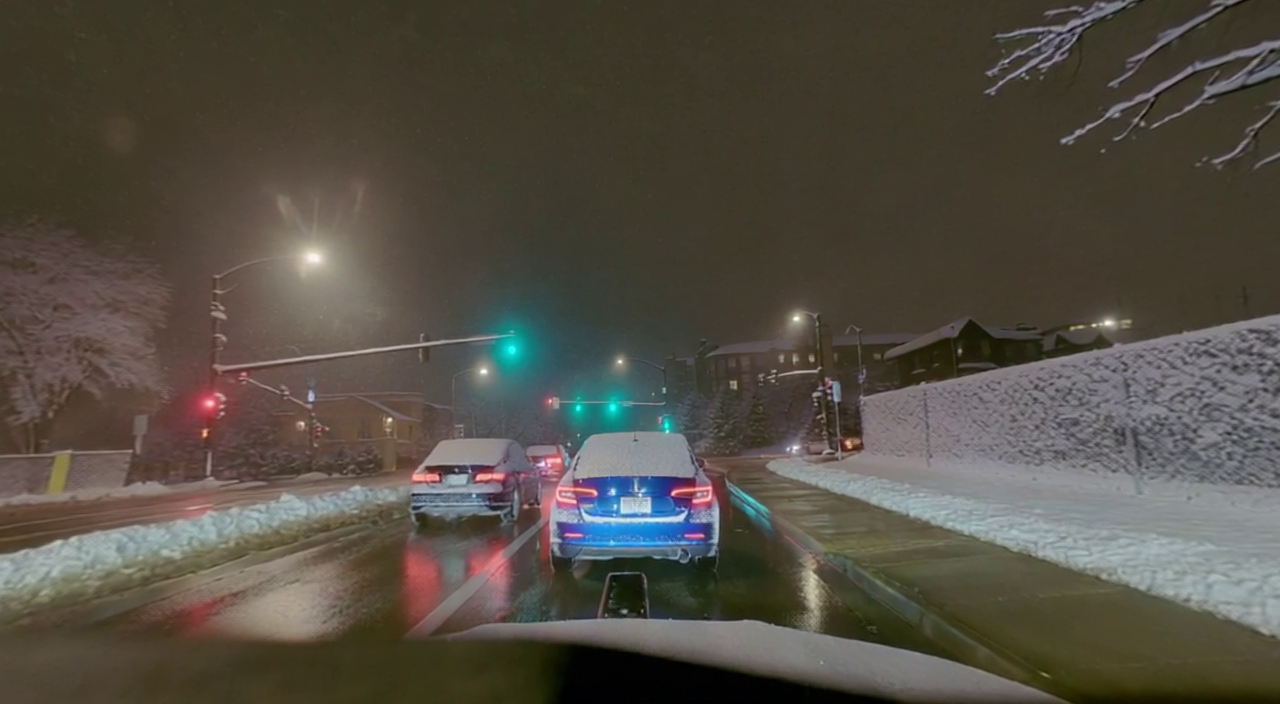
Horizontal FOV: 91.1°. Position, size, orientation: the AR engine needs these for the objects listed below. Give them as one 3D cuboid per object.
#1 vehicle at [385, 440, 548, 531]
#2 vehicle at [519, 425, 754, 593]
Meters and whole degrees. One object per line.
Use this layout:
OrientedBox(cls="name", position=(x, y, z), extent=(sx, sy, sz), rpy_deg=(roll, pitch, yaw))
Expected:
OrientedBox(cls="vehicle", position=(-3.203, 2.552, 12.697), extent=(1.971, 1.488, 4.581), rpy_deg=(0, -9, 0))
OrientedBox(cls="vehicle", position=(-0.052, 1.743, 7.837), extent=(2.144, 1.514, 4.063), rpy_deg=(0, -9, -1))
